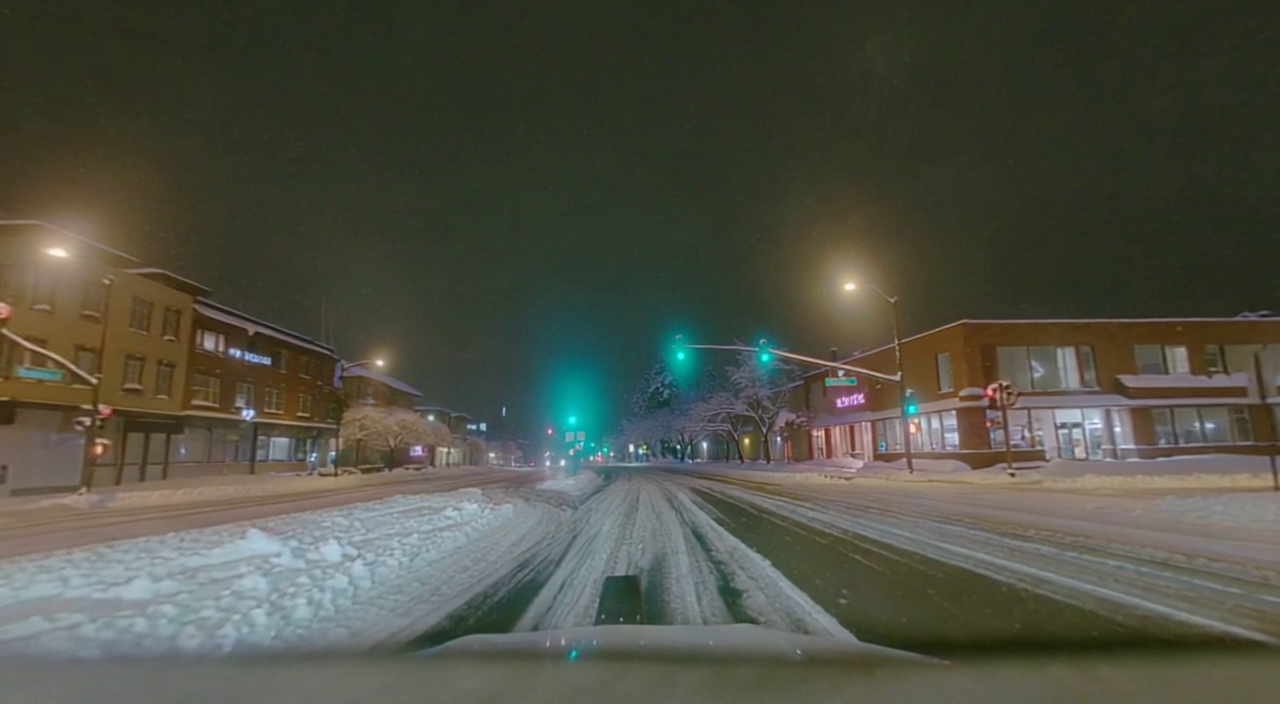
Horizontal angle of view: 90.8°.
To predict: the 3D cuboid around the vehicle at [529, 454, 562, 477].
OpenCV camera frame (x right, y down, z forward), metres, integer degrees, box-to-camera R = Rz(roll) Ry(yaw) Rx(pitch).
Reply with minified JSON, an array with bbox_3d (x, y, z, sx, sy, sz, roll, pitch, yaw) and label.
[{"bbox_3d":[-6.581,7.911,44.326,1.894,1.474,4.332,0,-8,-3],"label":"vehicle"}]
